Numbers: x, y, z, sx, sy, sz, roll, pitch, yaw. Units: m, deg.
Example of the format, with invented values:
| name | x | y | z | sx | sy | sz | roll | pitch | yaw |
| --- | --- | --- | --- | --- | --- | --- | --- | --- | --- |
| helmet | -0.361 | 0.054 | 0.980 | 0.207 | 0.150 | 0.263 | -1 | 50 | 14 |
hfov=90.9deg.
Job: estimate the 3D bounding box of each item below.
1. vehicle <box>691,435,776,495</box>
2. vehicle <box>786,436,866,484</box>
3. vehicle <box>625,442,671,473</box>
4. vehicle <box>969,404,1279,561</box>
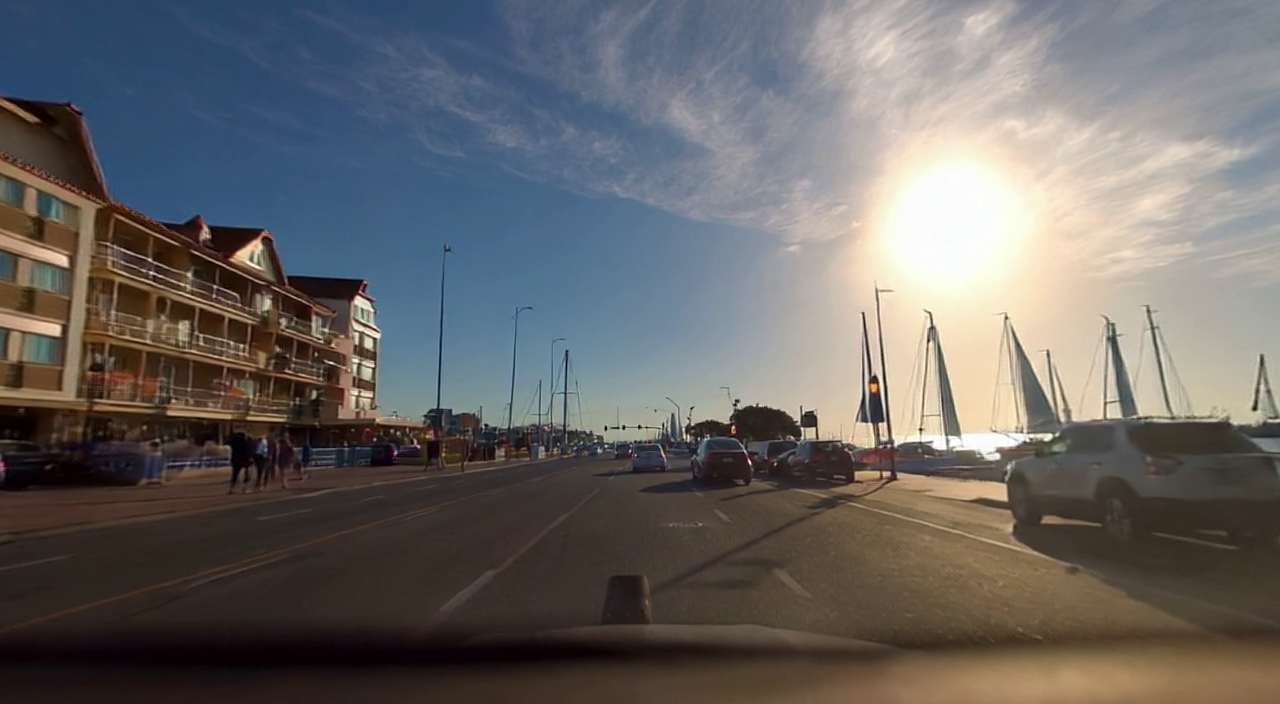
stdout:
| name | x | y | z | sx | sy | sz | roll | pitch | yaw |
| --- | --- | --- | --- | --- | --- | --- | --- | --- | --- |
| vehicle | 2.775 | 3.456 | 19.665 | 2.047 | 1.640 | 4.051 | 0 | -9 | 0 |
| vehicle | 7.849 | 4.600 | 27.140 | 1.969 | 1.852 | 4.513 | 0 | -9 | -1 |
| vehicle | 0.438 | 5.536 | 33.315 | 2.284 | 1.496 | 3.949 | 0 | -9 | 1 |
| vehicle | 7.800 | 1.973 | 10.289 | 2.056 | 1.896 | 5.062 | 0 | -9 | -1 |
